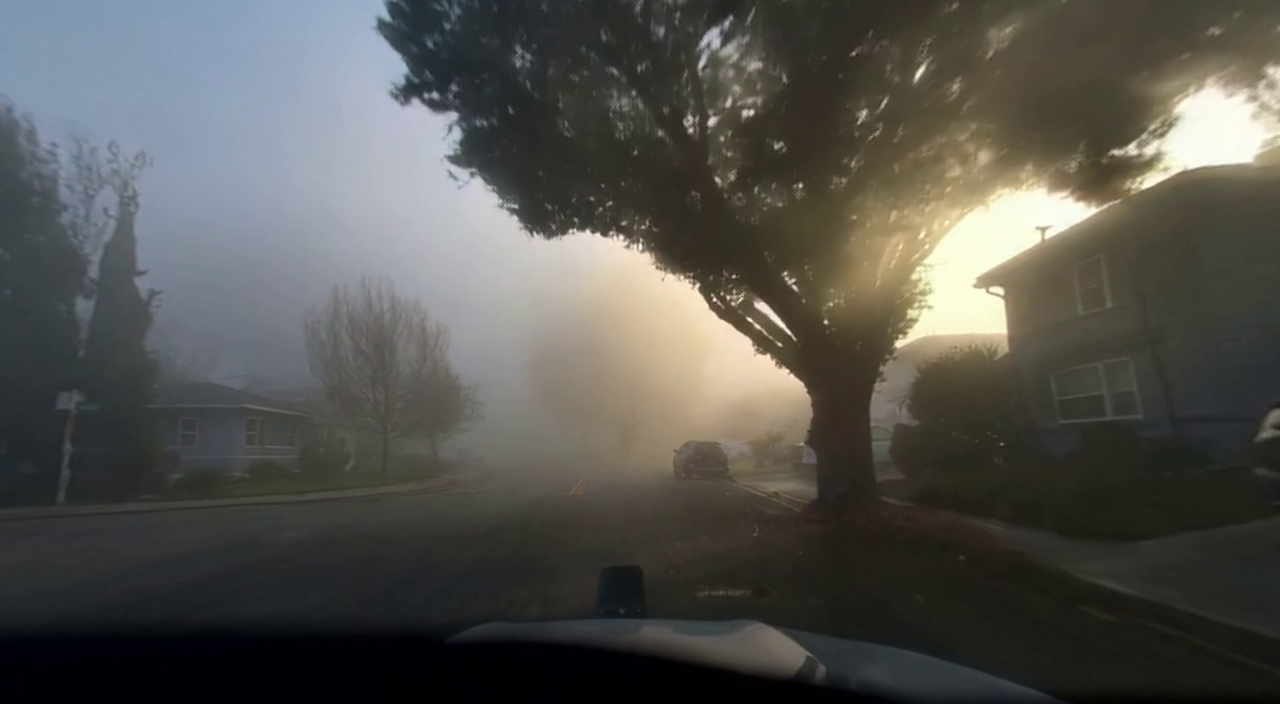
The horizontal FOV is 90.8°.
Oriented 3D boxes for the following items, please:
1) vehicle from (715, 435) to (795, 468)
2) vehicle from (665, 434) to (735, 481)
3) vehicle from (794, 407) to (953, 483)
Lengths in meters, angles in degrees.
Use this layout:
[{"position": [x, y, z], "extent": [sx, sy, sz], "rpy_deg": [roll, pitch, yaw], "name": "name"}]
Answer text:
[{"position": [7.369, 6.457, 40.997], "extent": [4.666, 1.655, 2.169], "rpy_deg": [-5, -8, 1], "name": "vehicle"}, {"position": [2.628, 4.803, 29.002], "extent": [2.214, 1.962, 4.733], "rpy_deg": [1, -8, -7], "name": "vehicle"}, {"position": [8.532, 3.433, 23.461], "extent": [4.801, 2.139, 2.164], "rpy_deg": [-6, -8, -2], "name": "vehicle"}]
